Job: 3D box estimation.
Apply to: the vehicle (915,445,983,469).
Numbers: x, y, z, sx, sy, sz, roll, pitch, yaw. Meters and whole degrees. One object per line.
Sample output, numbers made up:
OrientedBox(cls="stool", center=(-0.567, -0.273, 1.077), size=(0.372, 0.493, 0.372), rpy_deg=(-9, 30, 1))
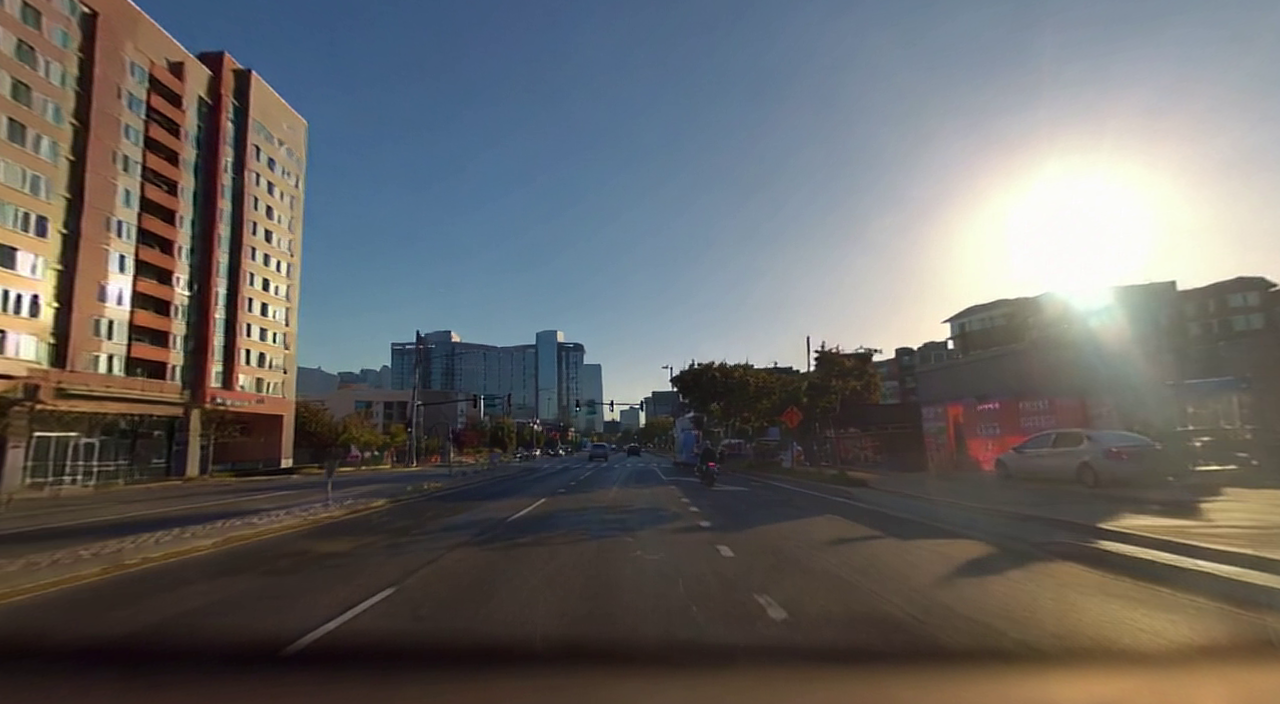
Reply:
OrientedBox(cls="vehicle", center=(19.860, 6.746, 40.887), size=(1.780, 1.474, 4.533), rpy_deg=(0, -8, -5))

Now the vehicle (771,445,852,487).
OrientedBox(cls="vehicle", center=(6.480, 4.341, 24.386), size=(1.795, 1.459, 4.333), rpy_deg=(0, -9, -1))

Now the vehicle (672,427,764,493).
OrientedBox(cls="vehicle", center=(2.281, 3.364, 19.951), size=(2.130, 1.787, 5.126), rpy_deg=(0, -9, -1))

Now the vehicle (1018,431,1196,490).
OrientedBox(cls="vehicle", center=(14.558, 3.394, 20.107), size=(1.975, 1.648, 4.451), rpy_deg=(1, -9, -5))
